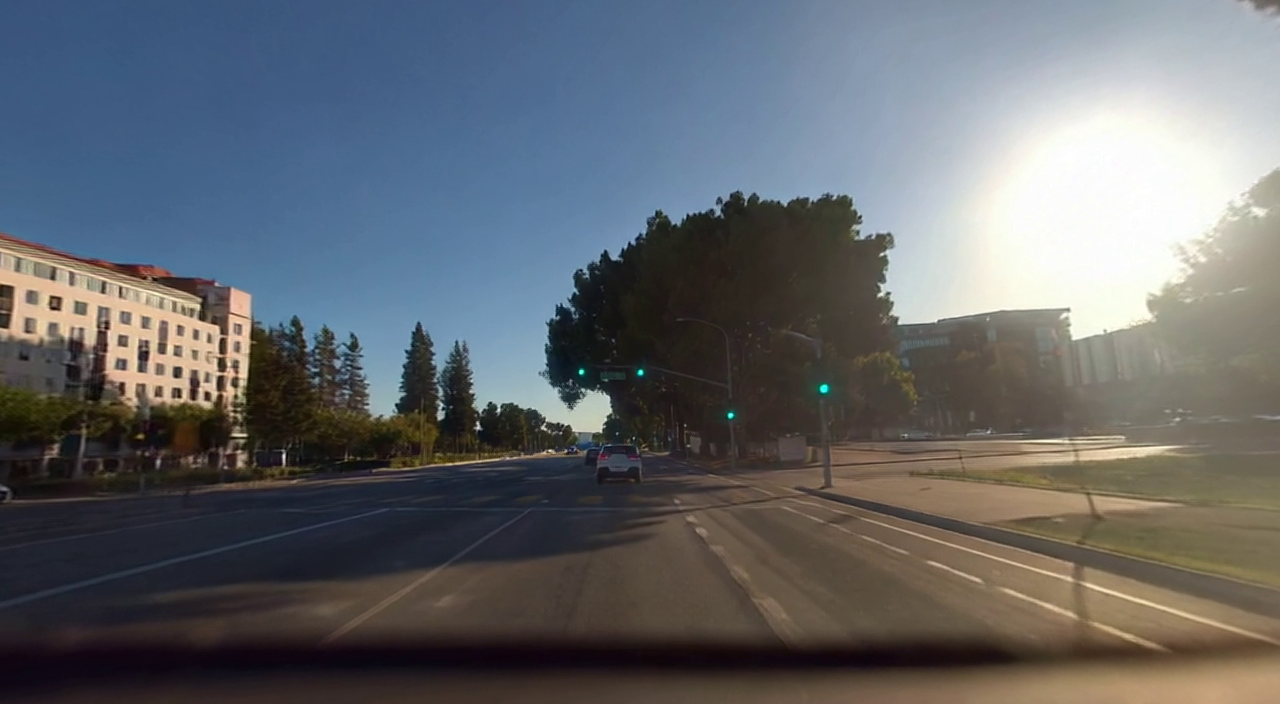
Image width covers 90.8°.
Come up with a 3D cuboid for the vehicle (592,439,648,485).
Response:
[{"bbox_3d":[-0.813,4.440,25.869,2.130,1.711,4.038,0,-9,-2],"label":"vehicle"}]
